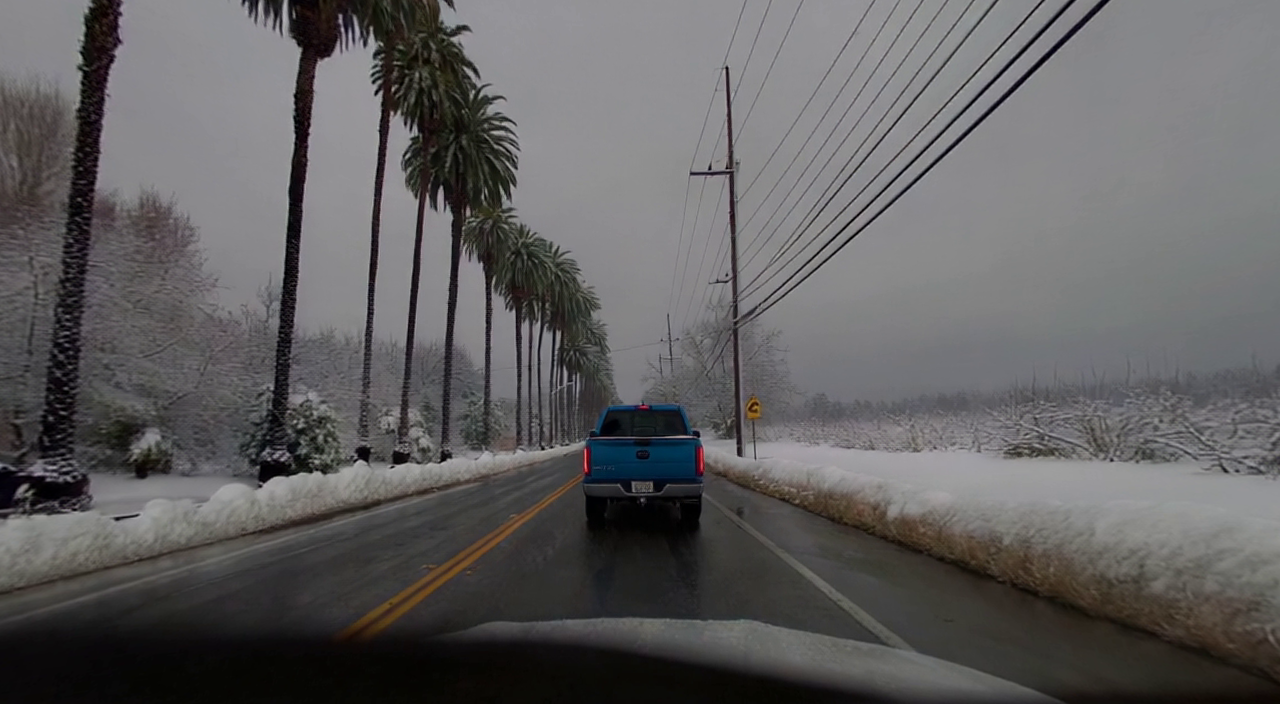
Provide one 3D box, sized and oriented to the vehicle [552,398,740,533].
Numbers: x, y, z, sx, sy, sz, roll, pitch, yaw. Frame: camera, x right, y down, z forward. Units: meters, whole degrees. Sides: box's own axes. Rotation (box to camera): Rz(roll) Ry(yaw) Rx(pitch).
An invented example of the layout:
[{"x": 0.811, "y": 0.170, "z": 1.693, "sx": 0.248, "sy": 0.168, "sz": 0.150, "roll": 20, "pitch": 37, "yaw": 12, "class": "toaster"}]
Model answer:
[{"x": 0.065, "y": 2.141, "z": 12.447, "sx": 2.803, "sy": 2.005, "sz": 5.885, "roll": 0, "pitch": -8, "yaw": -1, "class": "vehicle"}]
